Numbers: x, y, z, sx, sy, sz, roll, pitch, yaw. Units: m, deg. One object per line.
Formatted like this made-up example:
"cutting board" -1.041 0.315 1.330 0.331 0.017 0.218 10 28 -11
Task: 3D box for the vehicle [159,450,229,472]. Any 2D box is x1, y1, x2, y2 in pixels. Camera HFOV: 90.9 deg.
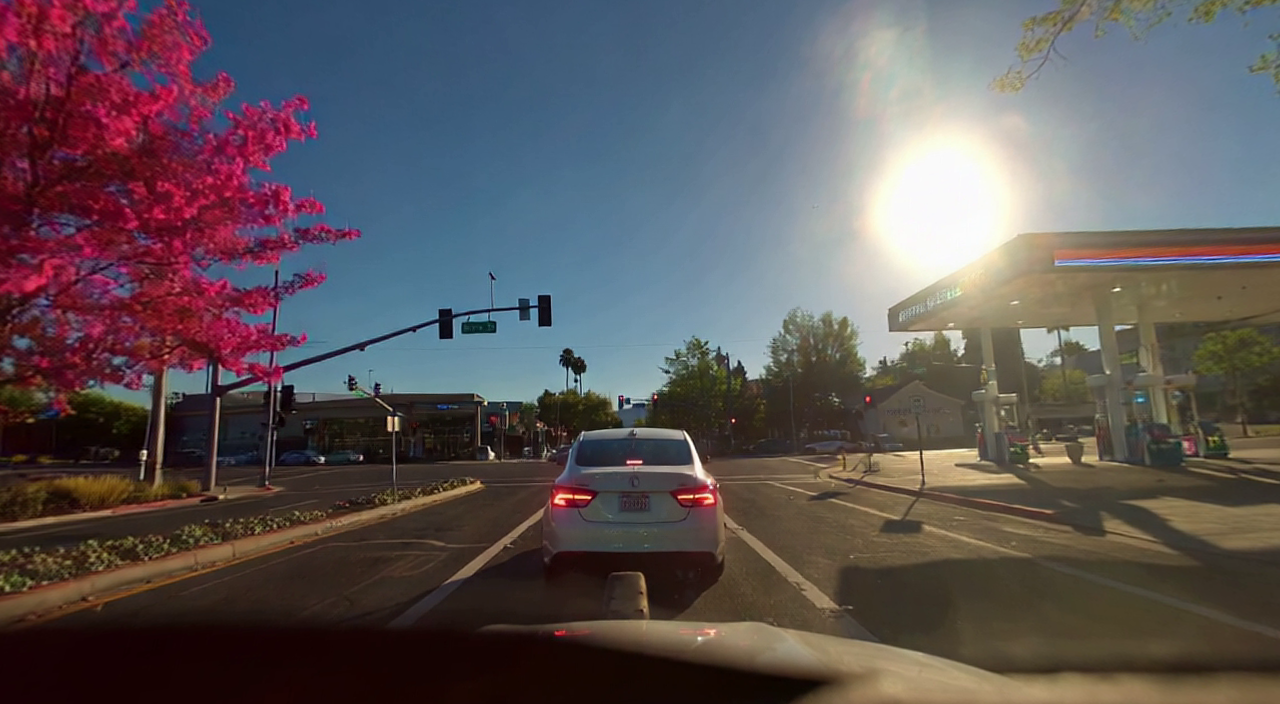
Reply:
"vehicle" -33.559 8.185 47.451 3.975 1.563 1.755 -1 -8 5

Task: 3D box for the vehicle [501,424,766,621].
"vehicle" -0.052 1.601 6.894 2.010 1.482 4.057 0 -8 0

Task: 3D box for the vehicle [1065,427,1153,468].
"vehicle" 18.554 3.754 24.863 4.091 1.495 2.053 8 -12 -44
